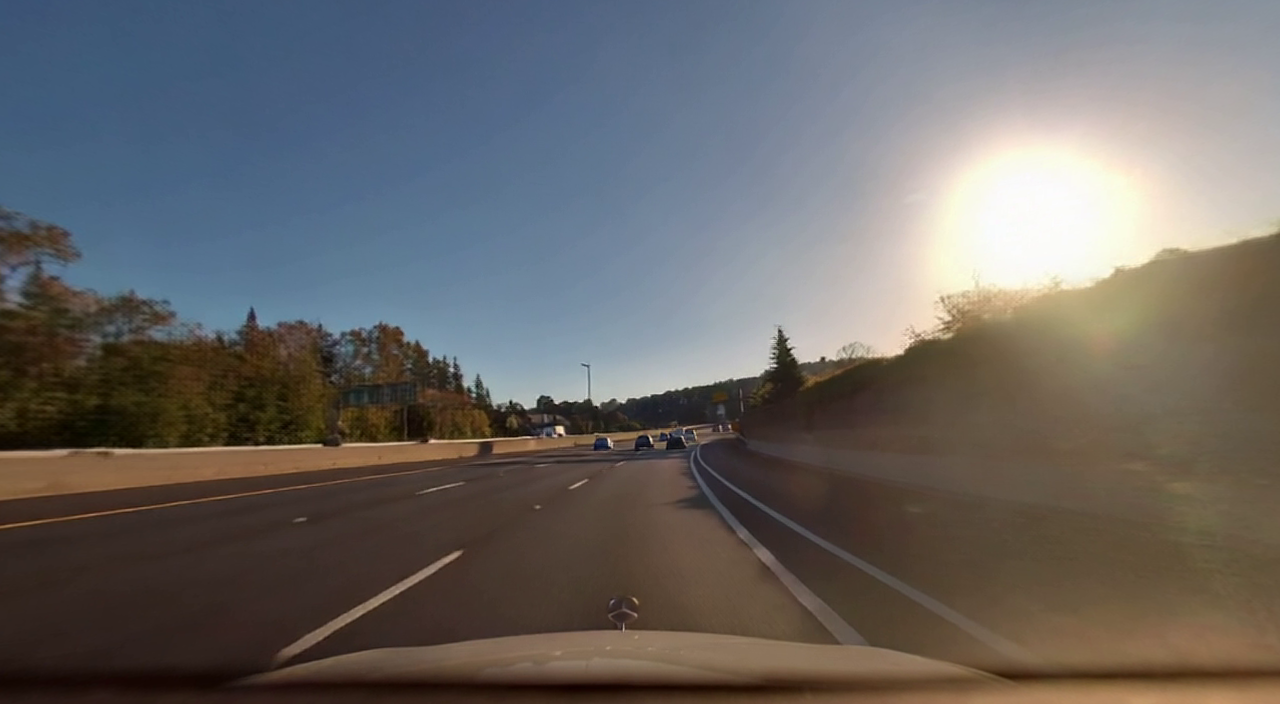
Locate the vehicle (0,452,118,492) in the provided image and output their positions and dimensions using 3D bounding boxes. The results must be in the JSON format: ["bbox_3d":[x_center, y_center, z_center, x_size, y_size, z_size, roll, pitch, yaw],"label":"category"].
[{"bbox_3d":[-24.650,4.984,26.411,1.762,1.532,4.226,-1,-10,4],"label":"vehicle"}]
